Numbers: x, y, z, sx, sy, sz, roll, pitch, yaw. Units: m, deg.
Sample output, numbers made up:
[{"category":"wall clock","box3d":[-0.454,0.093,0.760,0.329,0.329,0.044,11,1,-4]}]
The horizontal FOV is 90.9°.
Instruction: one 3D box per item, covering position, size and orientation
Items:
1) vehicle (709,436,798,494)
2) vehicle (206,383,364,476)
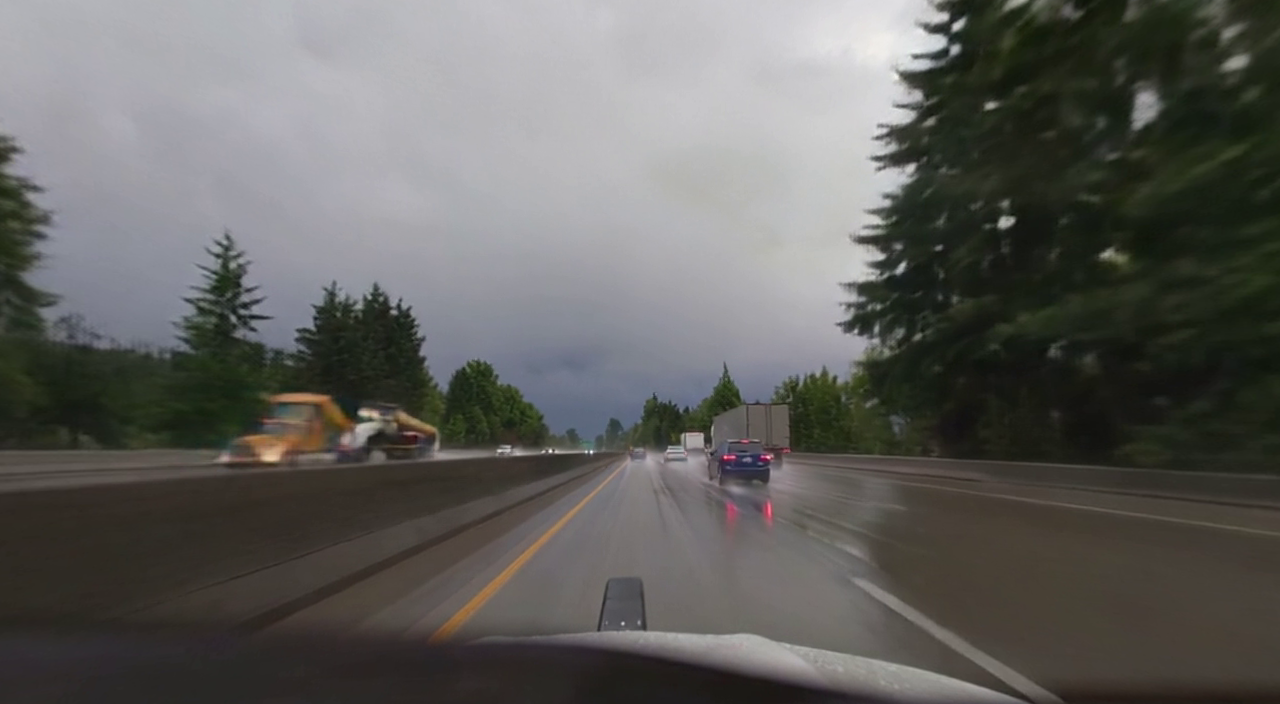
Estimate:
[{"category":"vehicle","box3d":[3.547,3.612,20.445,2.022,1.658,4.132,0,-9,-1]},{"category":"vehicle","box3d":[-15.772,3.624,28.740,3.199,3.740,6.535,0,-9,0]}]
